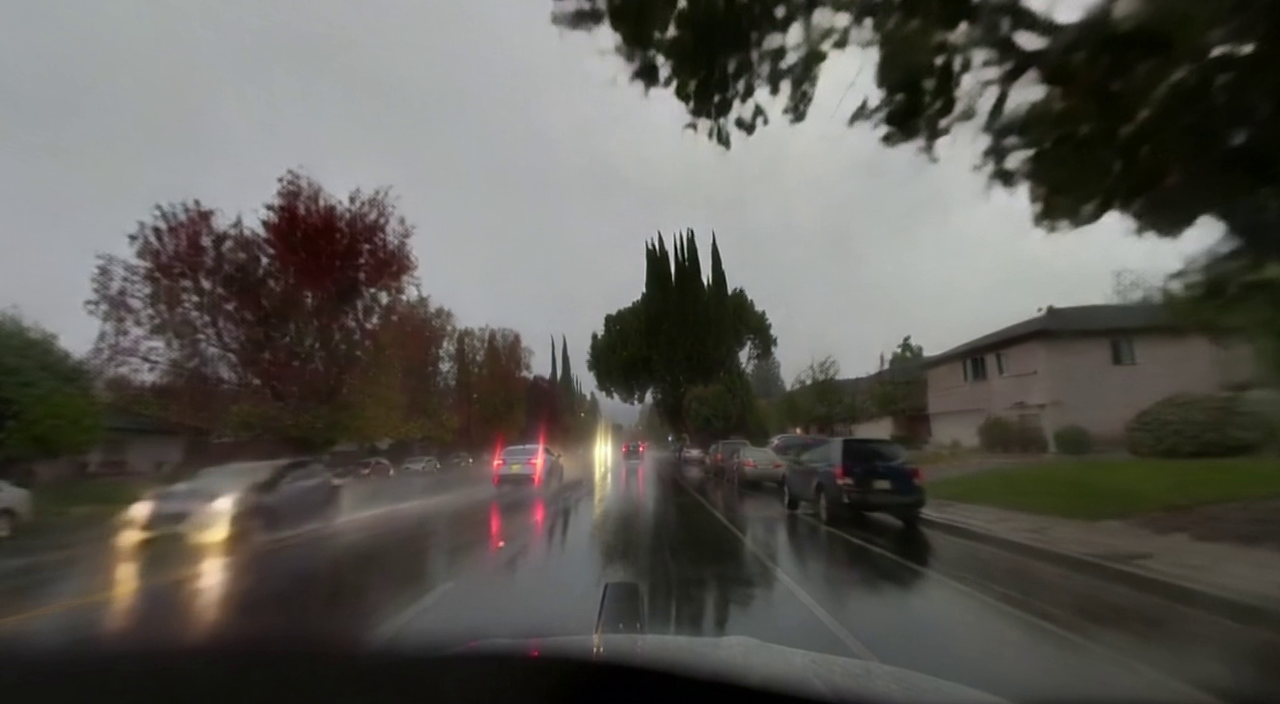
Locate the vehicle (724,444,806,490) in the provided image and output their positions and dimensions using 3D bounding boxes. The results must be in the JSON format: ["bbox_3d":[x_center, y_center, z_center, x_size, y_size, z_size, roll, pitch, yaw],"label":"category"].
[{"bbox_3d":[4.335,4.082,22.747,1.933,1.463,4.735,0,-9,-1],"label":"vehicle"}]

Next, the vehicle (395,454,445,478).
[{"bbox_3d":[-14.633,7.590,42.272,1.847,1.494,4.189,0,-9,-1],"label":"vehicle"}]

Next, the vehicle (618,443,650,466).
[{"bbox_3d":[-0.407,6.985,43.276,2.088,1.495,4.048,0,-9,-1],"label":"vehicle"}]

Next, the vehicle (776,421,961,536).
[{"bbox_3d":[4.092,2.338,12.249,1.943,1.788,4.462,0,-9,1],"label":"vehicle"}]

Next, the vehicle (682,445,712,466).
[{"bbox_3d":[4.188,7.723,47.175,1.890,1.459,4.371,0,-9,0],"label":"vehicle"}]

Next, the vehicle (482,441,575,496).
[{"bbox_3d":[-3.280,3.529,19.559,2.027,1.477,4.413,0,-9,1],"label":"vehicle"}]

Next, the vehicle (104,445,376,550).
[{"bbox_3d":[-6.661,2.421,11.305,1.944,1.466,4.487,0,-9,-1],"label":"vehicle"}]
